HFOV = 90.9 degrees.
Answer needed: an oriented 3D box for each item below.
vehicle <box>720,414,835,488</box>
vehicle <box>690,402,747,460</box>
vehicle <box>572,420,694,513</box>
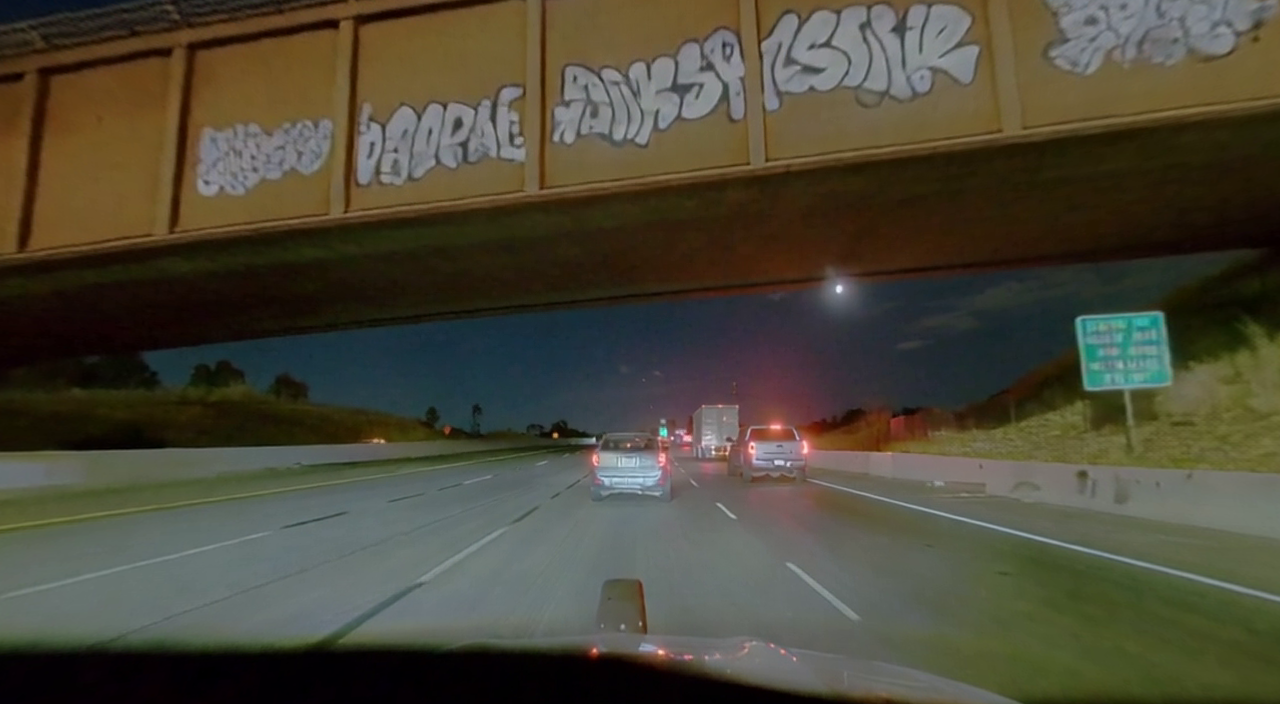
[{"bbox_3d":[4.009,3.048,19.682,2.311,1.922,5.977,0,-8,1],"label":"vehicle"},{"bbox_3d":[4.932,5.213,40.991,2.873,3.408,7.323,0,-8,1],"label":"vehicle"},{"bbox_3d":[-0.102,2.350,13.363,2.193,1.651,3.946,0,-8,1],"label":"vehicle"}]
